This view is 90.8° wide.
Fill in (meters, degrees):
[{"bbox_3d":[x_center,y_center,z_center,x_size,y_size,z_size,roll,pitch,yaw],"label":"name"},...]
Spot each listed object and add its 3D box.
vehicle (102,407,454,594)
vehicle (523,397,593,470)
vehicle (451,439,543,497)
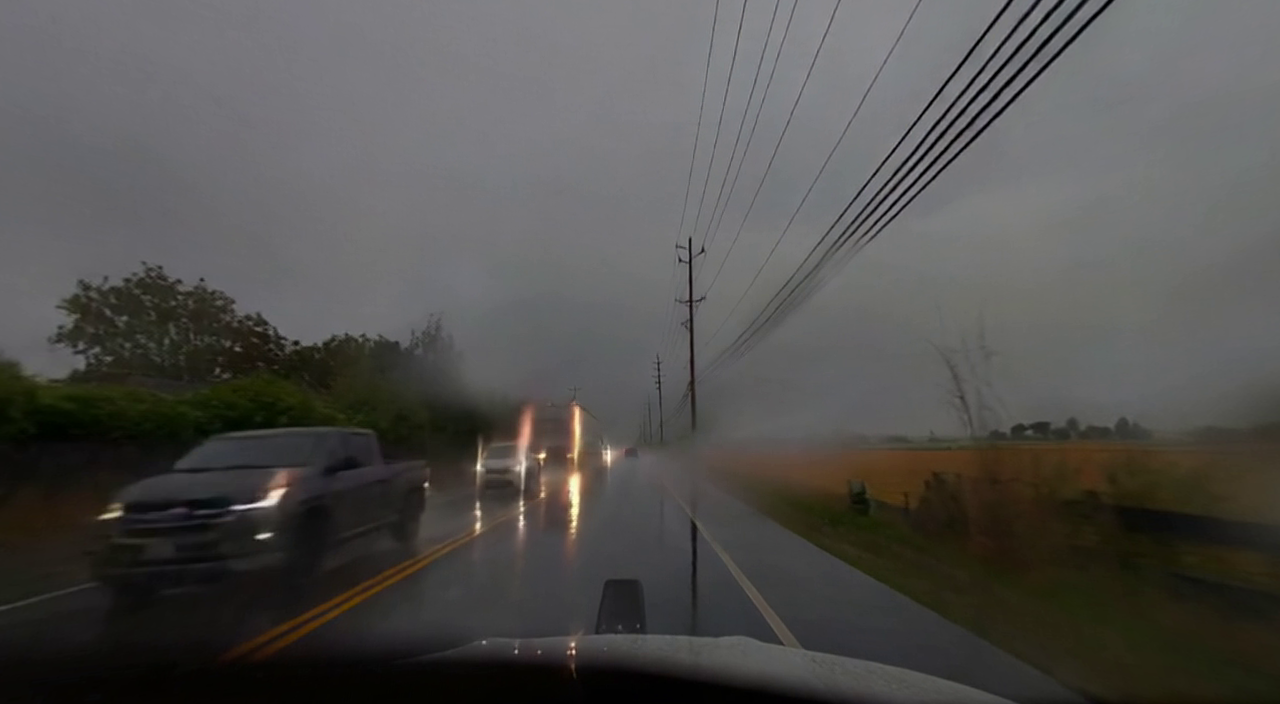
[{"bbox_3d":[-4.531,1.893,9.204,2.269,1.873,5.076,-1,-8,-2],"label":"vehicle"},{"bbox_3d":[-4.879,5.174,38.965,3.544,4.103,5.897,1,-10,-1],"label":"vehicle"},{"bbox_3d":[-4.751,3.869,21.643,2.100,1.664,4.451,-2,-8,0],"label":"vehicle"}]
